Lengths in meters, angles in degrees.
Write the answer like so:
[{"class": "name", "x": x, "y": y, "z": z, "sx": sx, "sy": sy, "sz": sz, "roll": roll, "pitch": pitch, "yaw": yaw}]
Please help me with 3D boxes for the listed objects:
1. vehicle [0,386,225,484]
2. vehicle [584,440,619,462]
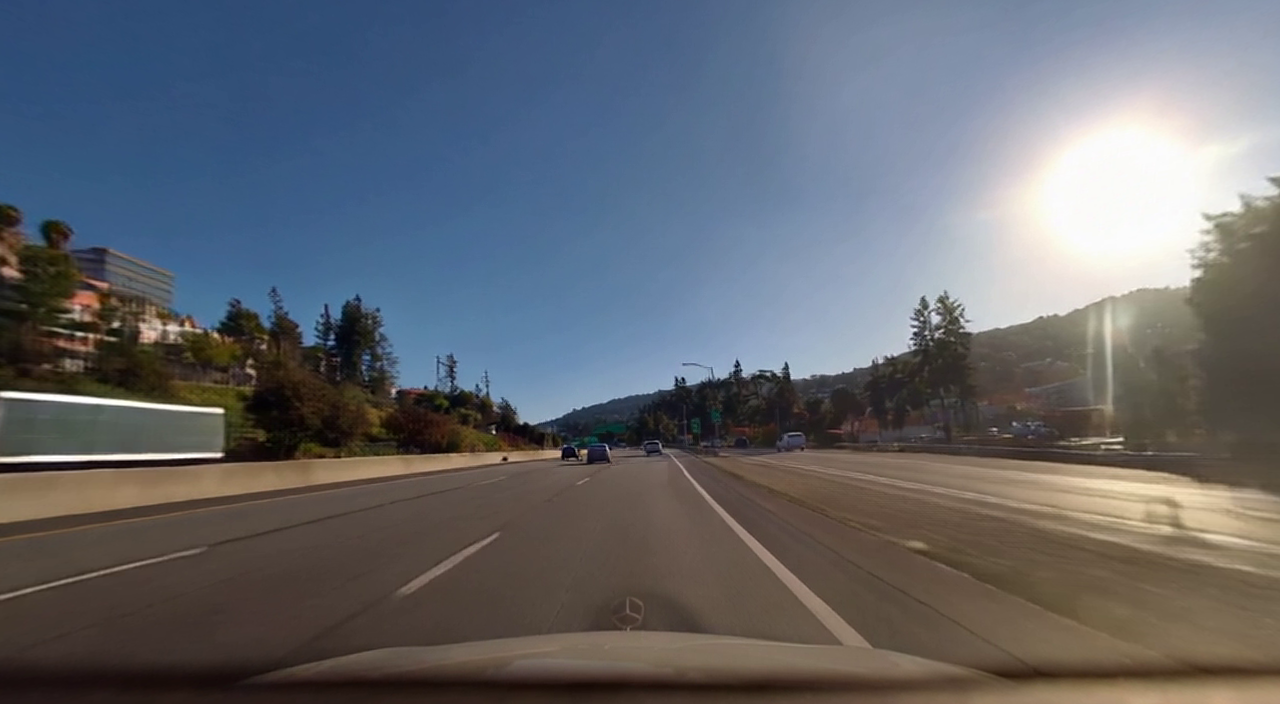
[{"class": "vehicle", "x": -27.118, "y": 4.299, "z": 32.120, "sx": 2.800, "sy": 3.932, "sz": 13.284, "roll": 0, "pitch": -8, "yaw": 1}, {"class": "vehicle", "x": -2.637, "y": 6.945, "z": 44.348, "sx": 2.112, "sy": 1.489, "sz": 4.266, "roll": 0, "pitch": -8, "yaw": 1}]
